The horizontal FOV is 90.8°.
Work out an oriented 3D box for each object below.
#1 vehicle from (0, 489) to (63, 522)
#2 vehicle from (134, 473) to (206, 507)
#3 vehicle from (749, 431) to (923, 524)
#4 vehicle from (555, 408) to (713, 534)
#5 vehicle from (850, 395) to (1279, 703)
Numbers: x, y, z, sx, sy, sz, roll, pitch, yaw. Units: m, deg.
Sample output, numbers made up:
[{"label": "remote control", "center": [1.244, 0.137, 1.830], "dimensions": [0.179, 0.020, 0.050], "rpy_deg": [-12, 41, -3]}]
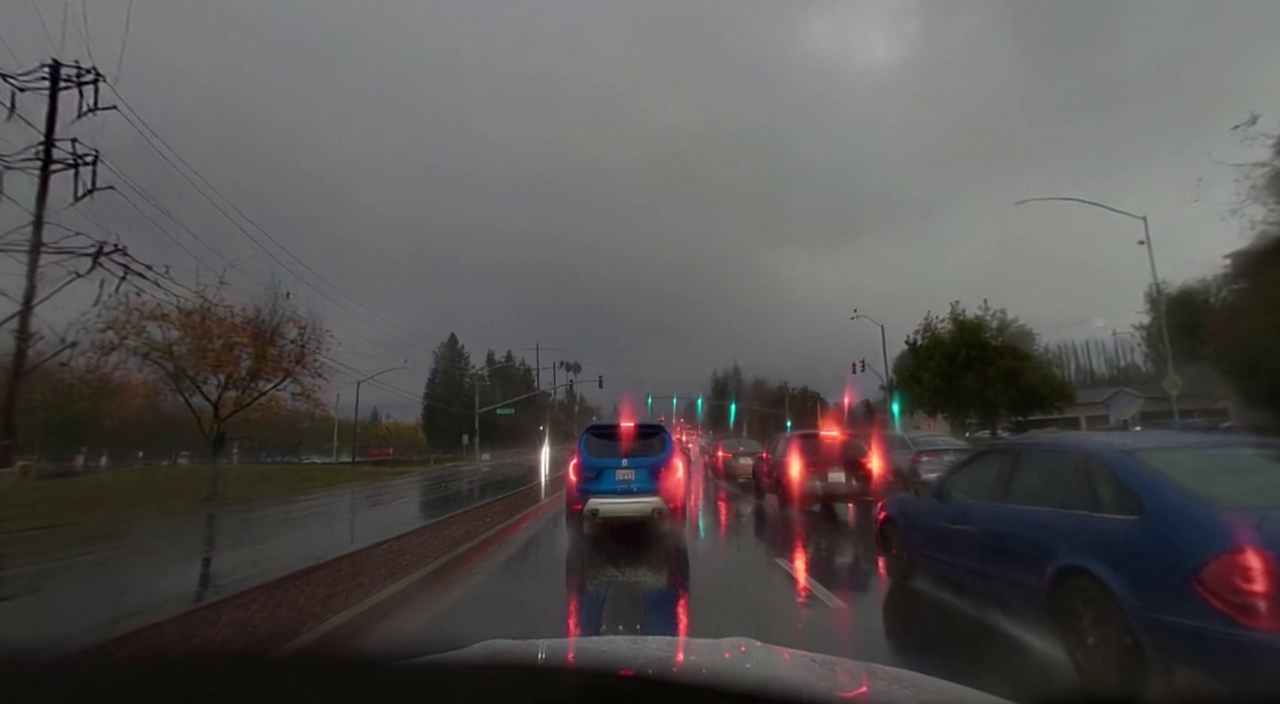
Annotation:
[{"label": "vehicle", "center": [-33.301, 8.114, 33.367], "dimensions": [3.637, 1.483, 2.007], "rpy_deg": [-1, -9, 0]}, {"label": "vehicle", "center": [-26.191, 7.663, 35.182], "dimensions": [3.826, 1.522, 1.741], "rpy_deg": [-3, -9, 30]}, {"label": "vehicle", "center": [3.530, 2.352, 12.408], "dimensions": [1.952, 1.477, 4.417], "rpy_deg": [0, -9, -1]}, {"label": "vehicle", "center": [-0.126, 2.059, 11.432], "dimensions": [2.300, 1.821, 4.254], "rpy_deg": [0, -9, -1]}, {"label": "vehicle", "center": [3.309, 1.230, 4.623], "dimensions": [1.984, 1.462, 4.513], "rpy_deg": [0, -9, 0]}]
